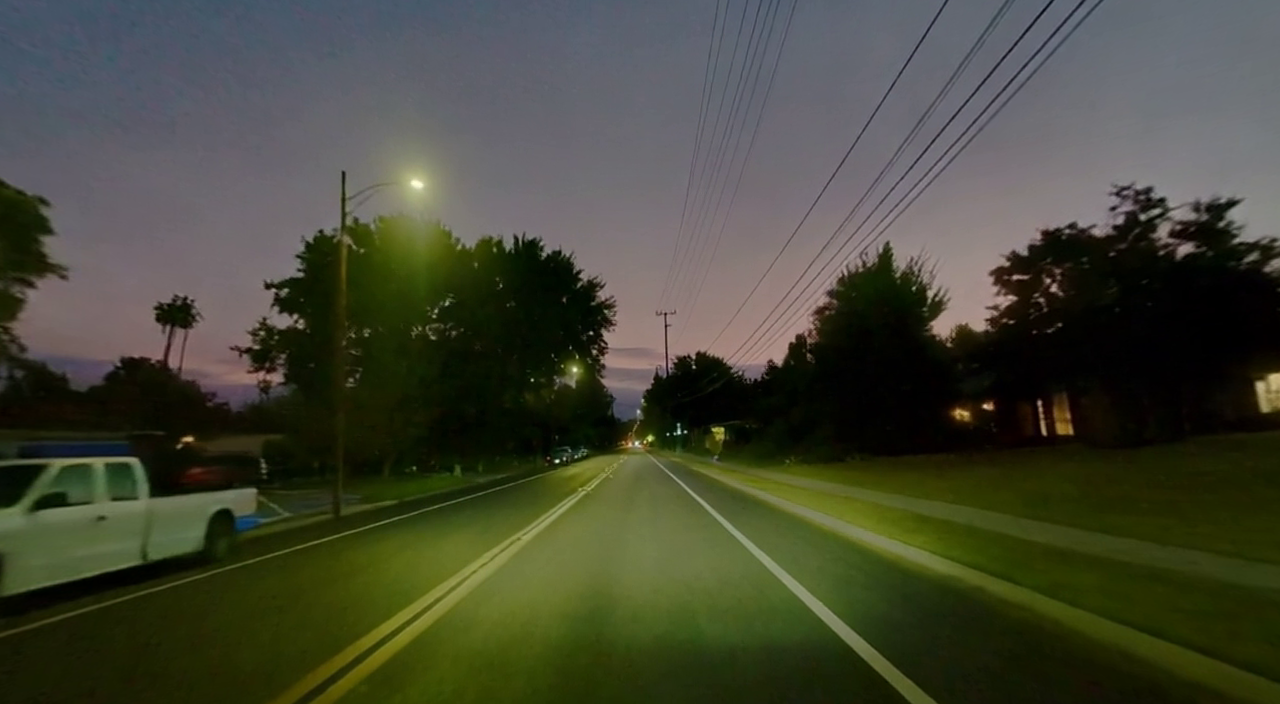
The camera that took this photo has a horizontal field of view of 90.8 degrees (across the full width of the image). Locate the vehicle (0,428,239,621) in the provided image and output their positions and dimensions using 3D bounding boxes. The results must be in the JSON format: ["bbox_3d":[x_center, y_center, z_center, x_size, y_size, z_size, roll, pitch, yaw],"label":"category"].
[{"bbox_3d":[-6.657,1.762,6.724,1.923,1.687,4.511,-4,-9,-1],"label":"vehicle"}]
